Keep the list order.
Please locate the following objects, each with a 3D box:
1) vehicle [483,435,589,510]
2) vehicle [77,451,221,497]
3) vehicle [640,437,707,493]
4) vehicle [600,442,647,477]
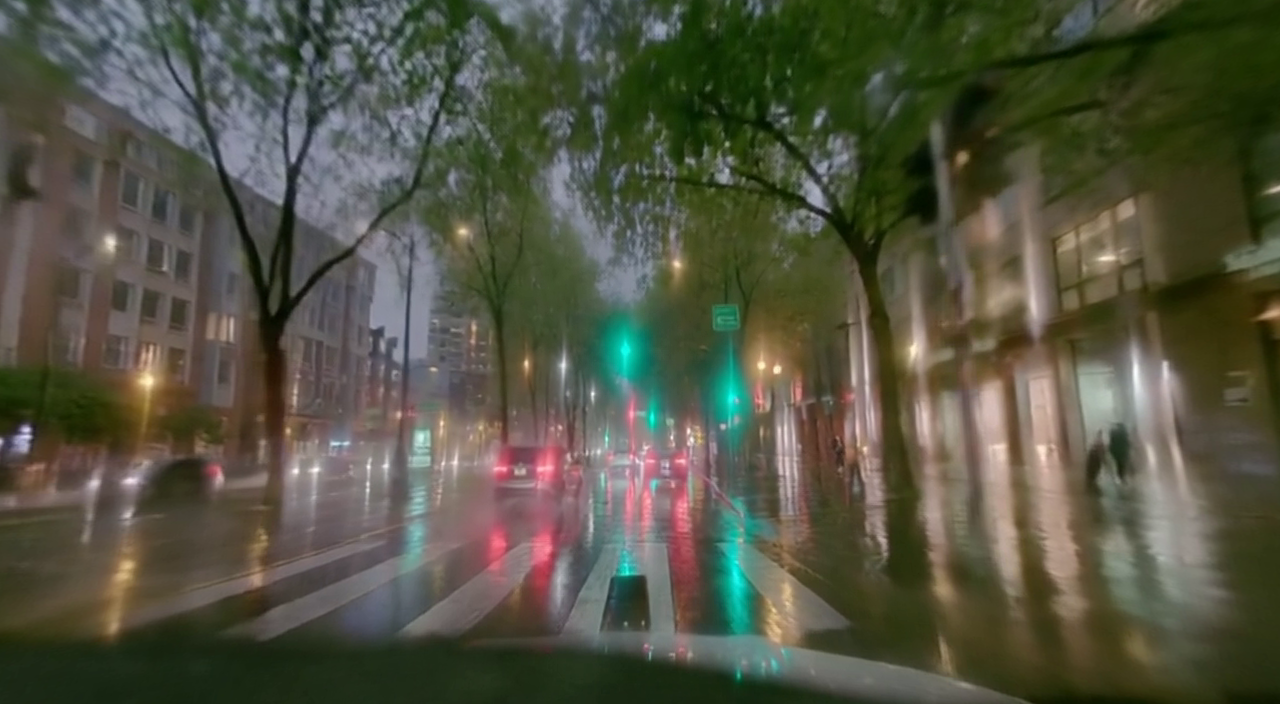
[{"bbox_3d":[-2.598,3.103,16.754,1.940,1.722,3.823,-1,-8,4],"label":"vehicle"},{"bbox_3d":[-24.648,6.074,32.082,2.144,1.993,6.287,0,-8,1],"label":"vehicle"},{"bbox_3d":[1.128,3.849,21.912,2.120,1.758,3.917,0,-8,2],"label":"vehicle"},{"bbox_3d":[-0.857,6.043,35.890,2.220,1.847,4.587,-1,-8,4],"label":"vehicle"}]
